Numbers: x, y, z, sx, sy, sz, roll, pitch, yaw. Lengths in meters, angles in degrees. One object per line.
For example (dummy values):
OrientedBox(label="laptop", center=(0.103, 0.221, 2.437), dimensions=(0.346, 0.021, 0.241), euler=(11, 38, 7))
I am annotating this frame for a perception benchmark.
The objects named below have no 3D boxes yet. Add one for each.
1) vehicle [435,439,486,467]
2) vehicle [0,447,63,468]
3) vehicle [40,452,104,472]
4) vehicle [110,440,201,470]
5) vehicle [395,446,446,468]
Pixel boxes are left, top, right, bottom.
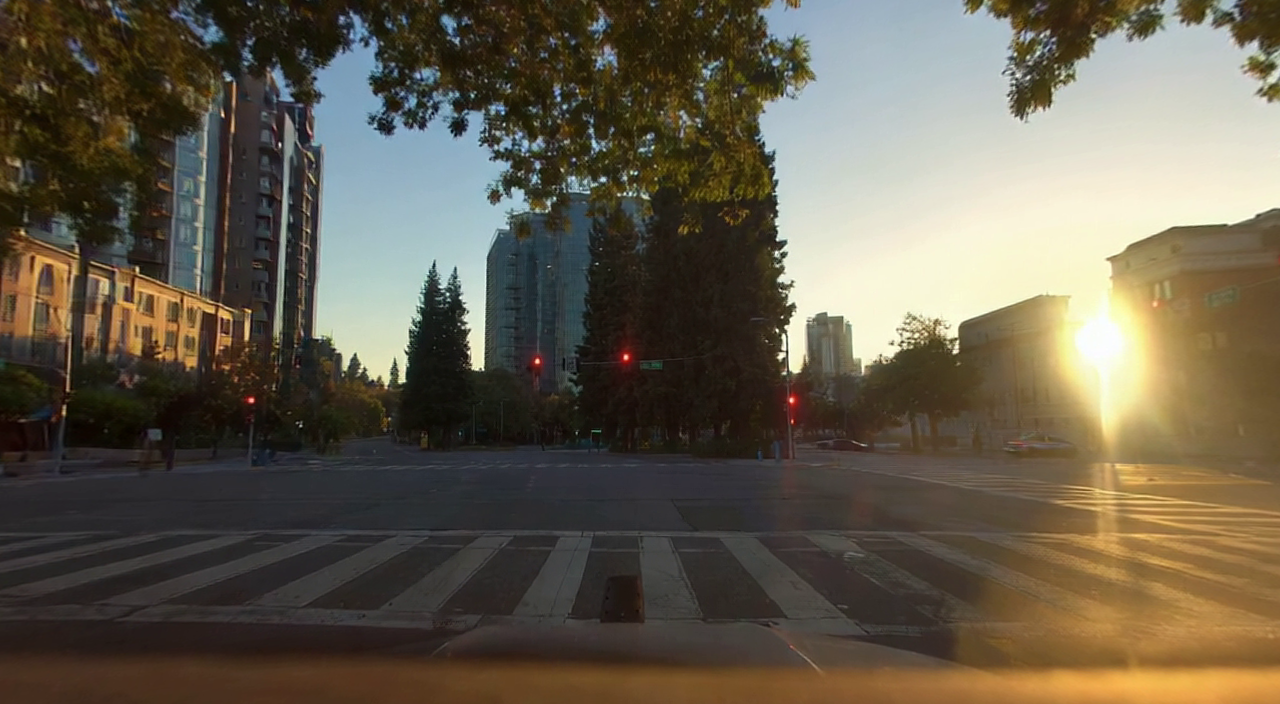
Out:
OrientedBox(label="vehicle", center=(-11.958, 6.762, 42.370), dimensions=(2.080, 1.763, 4.341), euler=(0, -8, 1))
OrientedBox(label="vehicle", center=(-45.245, 7.762, 46.619), dimensions=(1.858, 1.467, 3.624), euler=(0, -8, 1))
OrientedBox(label="vehicle", center=(-41.585, 8.027, 46.335), dimensions=(1.552, 1.339, 3.340), euler=(-1, -8, -1))
OrientedBox(label="vehicle", center=(-34.892, 7.416, 45.752), dimensions=(2.204, 1.955, 5.518), euler=(0, -8, 0))
OrientedBox(label="vehicle", center=(-15.490, 7.420, 44.809), dimensions=(2.056, 1.450, 4.343), euler=(0, -8, 0))
